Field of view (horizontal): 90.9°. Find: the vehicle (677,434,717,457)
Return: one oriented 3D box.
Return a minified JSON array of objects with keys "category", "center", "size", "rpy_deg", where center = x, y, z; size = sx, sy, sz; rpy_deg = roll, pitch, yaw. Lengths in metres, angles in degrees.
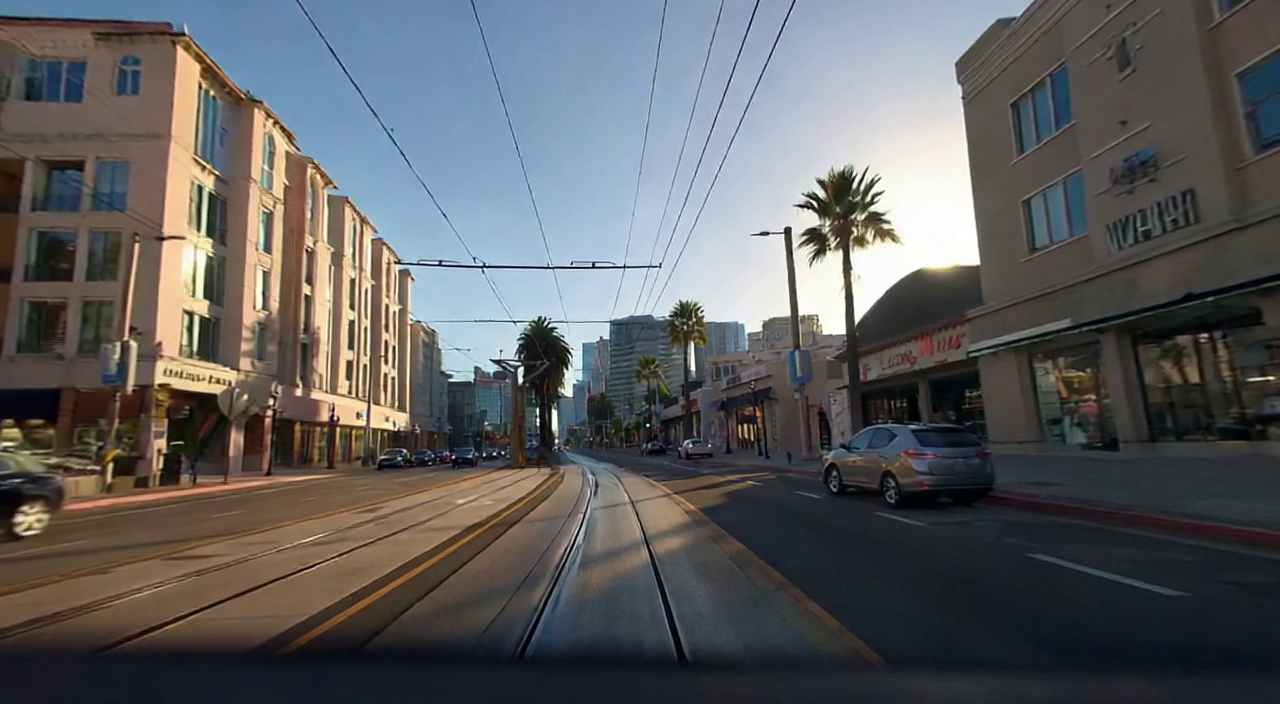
[{"category":"vehicle","center":[4.426,7.366,49.616],"size":[1.995,1.677,4.863],"rpy_deg":[1,-9,-9]}]

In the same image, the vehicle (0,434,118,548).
[{"category":"vehicle","center":[-10.160,2.002,9.026],"size":[1.804,1.620,4.170],"rpy_deg":[0,-8,-1]}]

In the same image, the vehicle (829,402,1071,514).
[{"category":"vehicle","center":[5.492,1.995,12.190],"size":[2.114,1.691,5.075],"rpy_deg":[0,-8,0]}]
